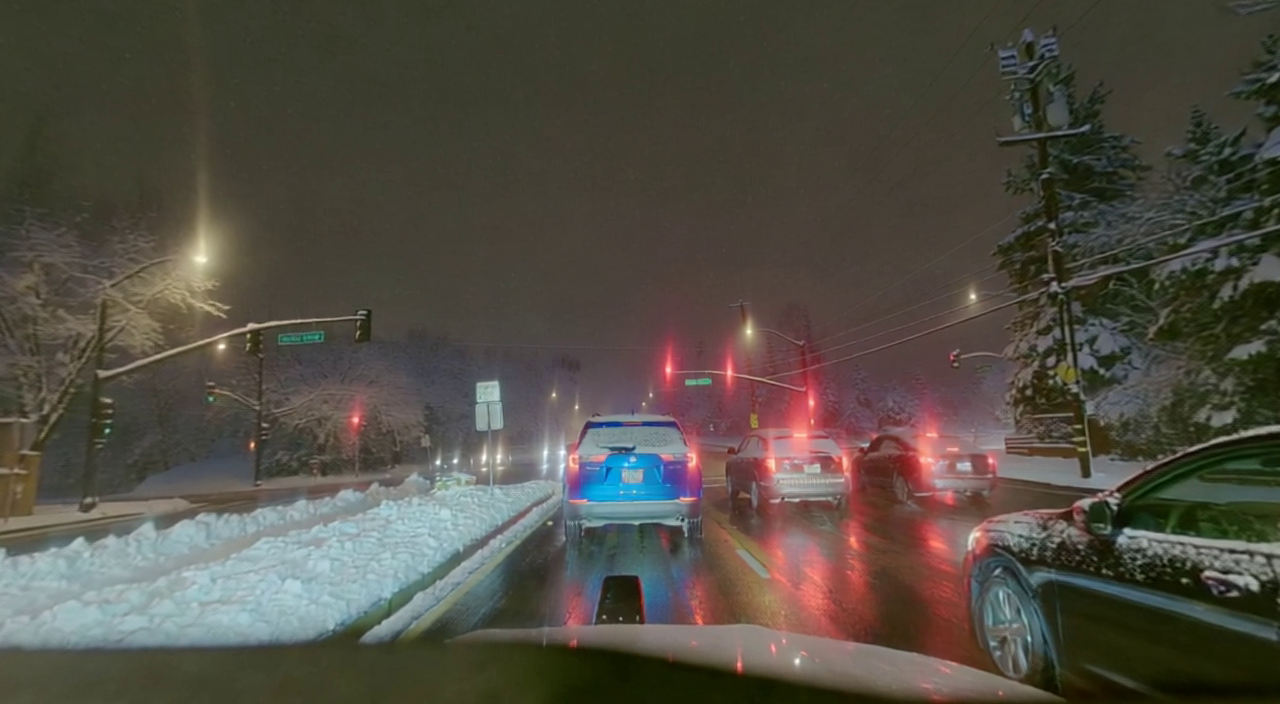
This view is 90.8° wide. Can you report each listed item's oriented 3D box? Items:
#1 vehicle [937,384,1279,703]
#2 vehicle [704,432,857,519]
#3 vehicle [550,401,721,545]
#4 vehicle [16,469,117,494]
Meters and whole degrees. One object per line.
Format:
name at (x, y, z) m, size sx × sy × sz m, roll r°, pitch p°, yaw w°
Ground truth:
vehicle at (2.727, 0.778, 1.414) m, size 2.004 × 1.460 × 4.297 m, roll 0°, pitch -8°, yaw 0°
vehicle at (2.657, 2.463, 13.155) m, size 2.025 × 1.477 × 4.333 m, roll 0°, pitch -8°, yaw -2°
vehicle at (-0.125, 1.943, 10.769) m, size 2.236 × 1.856 × 4.816 m, roll 0°, pitch -8°, yaw -2°
vehicle at (-38.342, 8.675, 42.331) m, size 4.569 × 1.505 × 1.992 m, roll 1°, pitch -9°, yaw -5°
